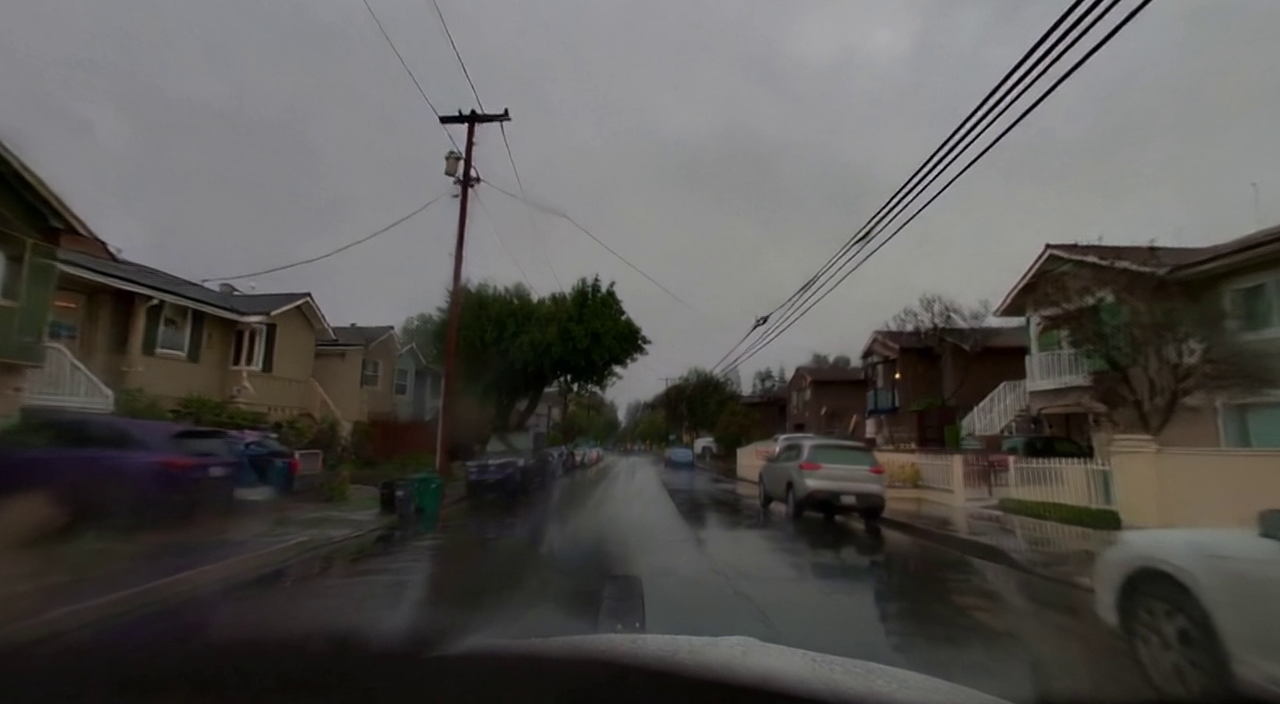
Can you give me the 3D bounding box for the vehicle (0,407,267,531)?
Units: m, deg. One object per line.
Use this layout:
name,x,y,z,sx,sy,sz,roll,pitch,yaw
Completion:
vehicle,-9.088,1.890,10.453,4.469,1.816,2.022,0,-8,-1

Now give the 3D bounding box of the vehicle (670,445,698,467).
vehicle,3.320,7.981,48.770,1.916,1.587,3.986,0,-8,1

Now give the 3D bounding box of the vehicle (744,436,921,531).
vehicle,3.542,2.488,12.649,2.019,1.536,4.405,0,-8,-2

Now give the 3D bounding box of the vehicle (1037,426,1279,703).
vehicle,3.713,0.921,1.865,1.862,1.452,4.737,0,-8,-2

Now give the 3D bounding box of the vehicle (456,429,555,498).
vehicle,-4.028,3.440,19.913,2.057,1.887,5.053,0,-8,-1
